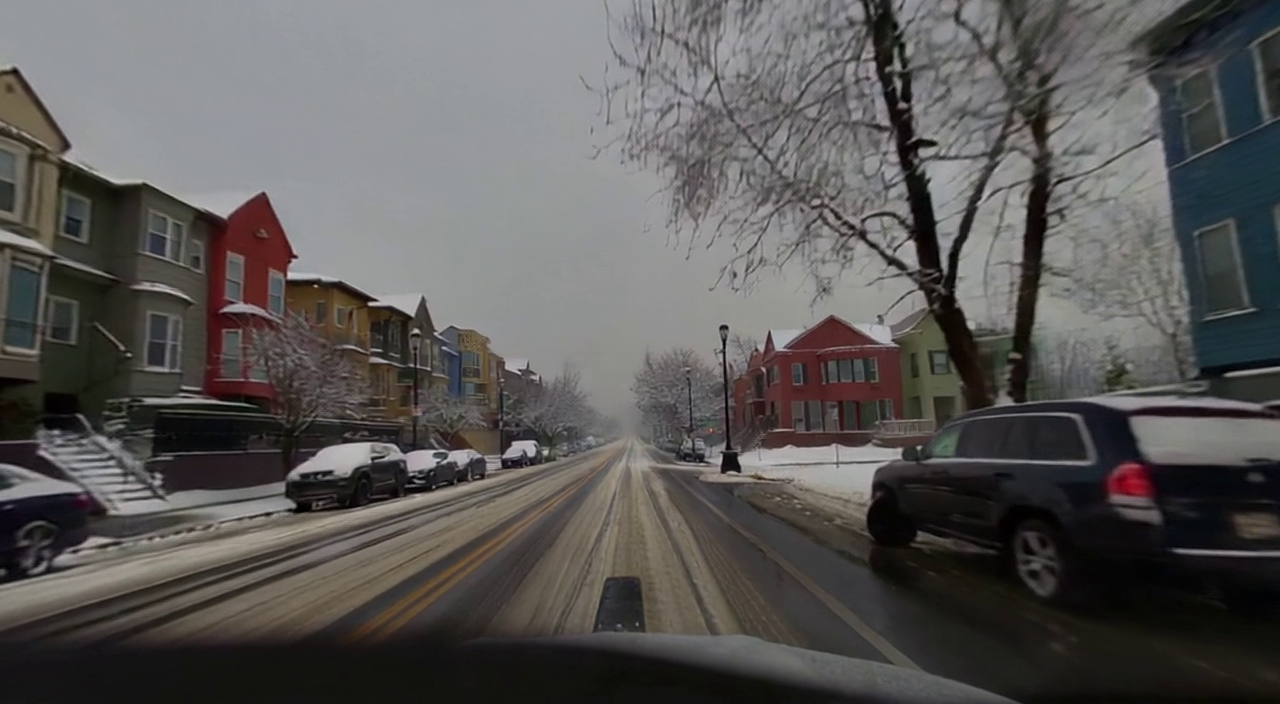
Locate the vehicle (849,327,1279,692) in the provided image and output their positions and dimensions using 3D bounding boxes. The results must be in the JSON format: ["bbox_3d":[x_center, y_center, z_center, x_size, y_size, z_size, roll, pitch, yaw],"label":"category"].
[{"bbox_3d":[4.308,1.294,6.492,2.393,2.075,5.683,0,-8,0],"label":"vehicle"}]

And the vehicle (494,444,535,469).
[{"bbox_3d":[-8.250,6.900,41.959,1.967,1.517,4.360,0,-8,-2],"label":"vehicle"}]

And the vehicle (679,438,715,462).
[{"bbox_3d":[4.151,7.222,46.524,2.034,1.674,4.271,1,-8,-3],"label":"vehicle"}]

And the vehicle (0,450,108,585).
[{"bbox_3d":[-8.224,1.761,6.331,1.983,1.514,4.459,0,-9,-2],"label":"vehicle"}]

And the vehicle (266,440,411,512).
[{"bbox_3d":[-8.127,3.352,17.556,1.919,1.698,4.328,0,-9,-1],"label":"vehicle"}]
